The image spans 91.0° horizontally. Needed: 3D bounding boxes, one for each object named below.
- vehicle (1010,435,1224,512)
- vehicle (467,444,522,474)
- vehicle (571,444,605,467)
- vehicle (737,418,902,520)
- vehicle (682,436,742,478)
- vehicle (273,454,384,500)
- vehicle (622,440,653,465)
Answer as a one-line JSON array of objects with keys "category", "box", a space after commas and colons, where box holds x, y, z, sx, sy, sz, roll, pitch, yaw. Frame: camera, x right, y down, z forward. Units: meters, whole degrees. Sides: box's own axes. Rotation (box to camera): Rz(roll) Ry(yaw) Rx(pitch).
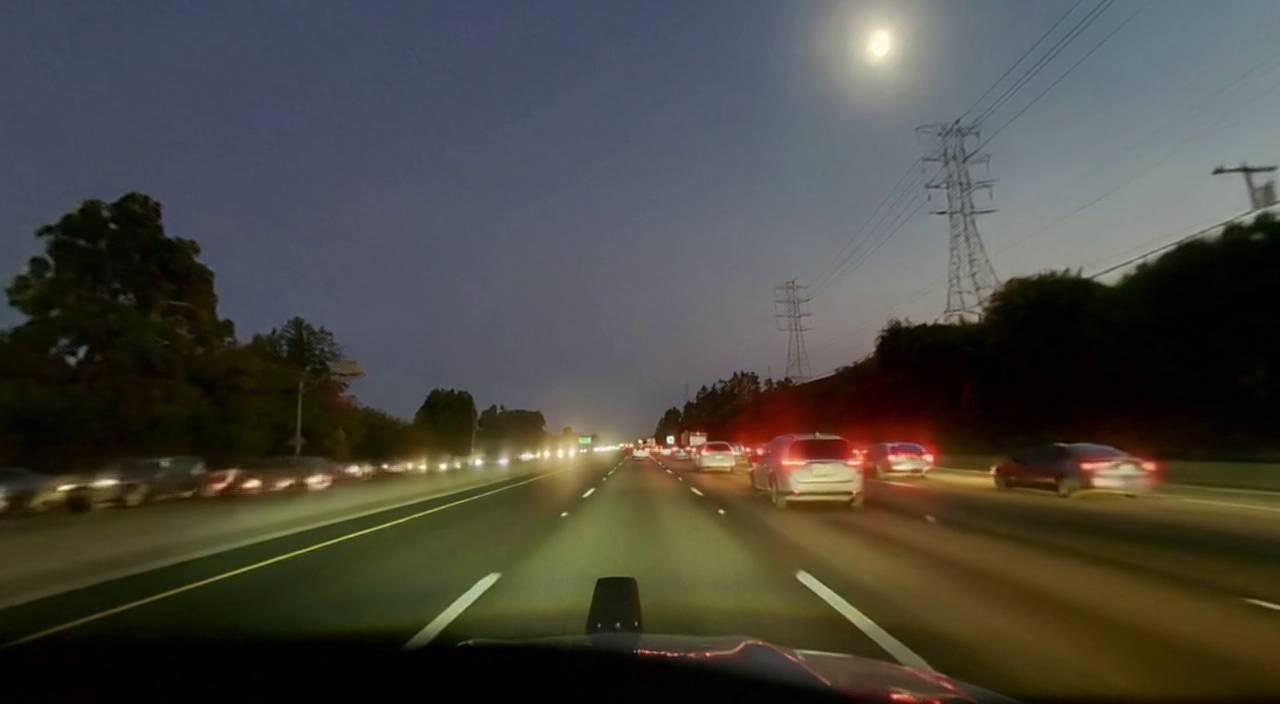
[{"category": "vehicle", "box": [10.557, 2.678, 14.363, 1.850, 1.492, 3.767, 0, -8, -1]}, {"category": "vehicle", "box": [-8.610, 6.338, 37.650, 2.007, 1.651, 5.177, 0, -8, 0]}, {"category": "vehicle", "box": [-3.632, 7.328, 44.616, 2.051, 1.510, 4.373, 0, -8, 0]}, {"category": "vehicle", "box": [3.629, 2.481, 13.878, 2.138, 1.826, 4.783, 0, -8, -1]}, {"category": "vehicle", "box": [3.251, 4.865, 29.380, 2.111, 1.755, 4.459, 0, -8, -2]}, {"category": "vehicle", "box": [-11.899, 4.755, 24.432, 1.981, 1.529, 4.499, 0, -8, 0]}, {"category": "vehicle", "box": [-0.202, 7.714, 48.337, 2.314, 1.796, 4.254, 0, -8, -1]}]
